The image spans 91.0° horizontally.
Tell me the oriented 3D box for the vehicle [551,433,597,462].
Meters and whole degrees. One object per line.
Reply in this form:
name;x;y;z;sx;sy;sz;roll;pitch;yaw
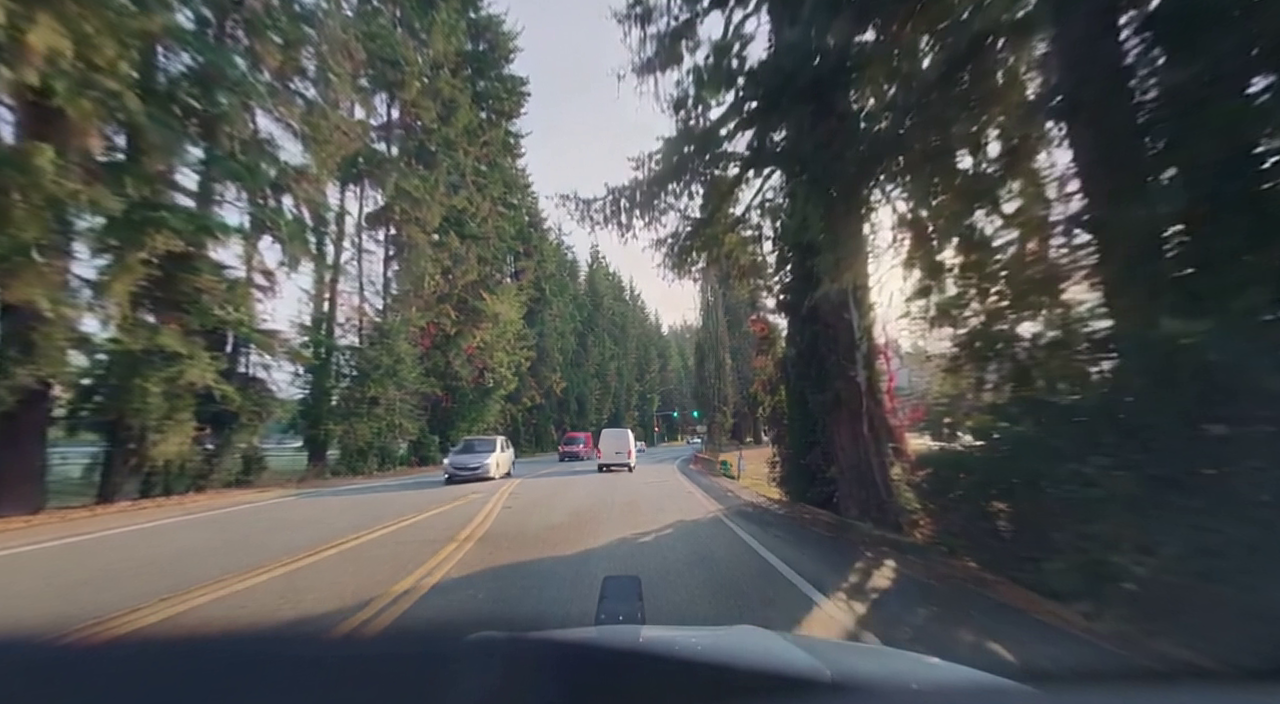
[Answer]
vehicle;-4.878;7.192;47.491;2.295;1.981;5.836;-1;-8;6

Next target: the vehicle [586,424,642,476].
vehicle;-1.149;4.564;29.491;2.362;2.185;5.212;0;-8;-1

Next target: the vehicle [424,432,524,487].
vehicle;-5.410;3.566;21.182;2.051;1.648;4.451;0;-8;2
